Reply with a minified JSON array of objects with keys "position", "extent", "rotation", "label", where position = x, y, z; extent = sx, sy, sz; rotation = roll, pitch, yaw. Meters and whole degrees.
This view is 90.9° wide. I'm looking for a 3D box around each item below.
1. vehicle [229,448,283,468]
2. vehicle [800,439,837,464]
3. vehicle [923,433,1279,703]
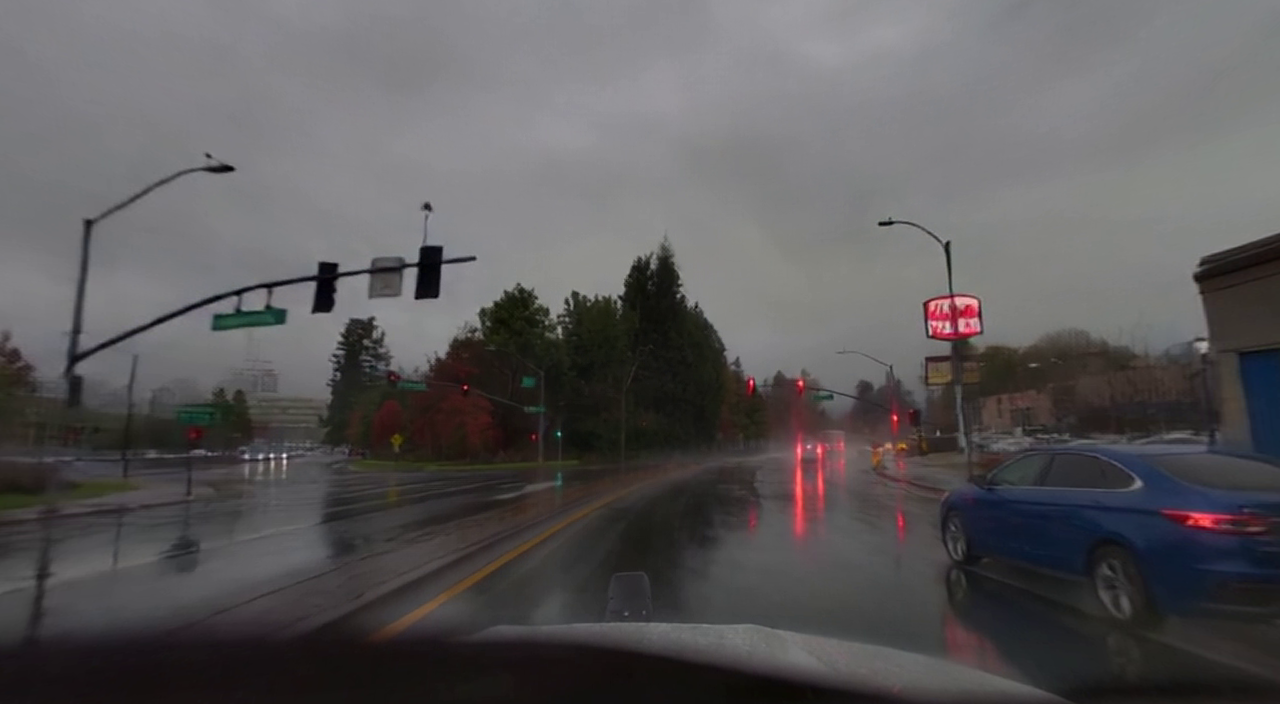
[{"position":[-29.703,8.182,48.829],"extent":[1.779,1.458,4.279],"rotation":[1,-9,-5],"label":"vehicle"},{"position":[12.909,7.160,45.397],"extent":[2.311,1.715,4.287],"rotation":[-3,-9,18],"label":"vehicle"},{"position":[4.421,1.496,5.525],"extent":[1.938,1.466,4.434],"rotation":[0,-9,2],"label":"vehicle"}]
